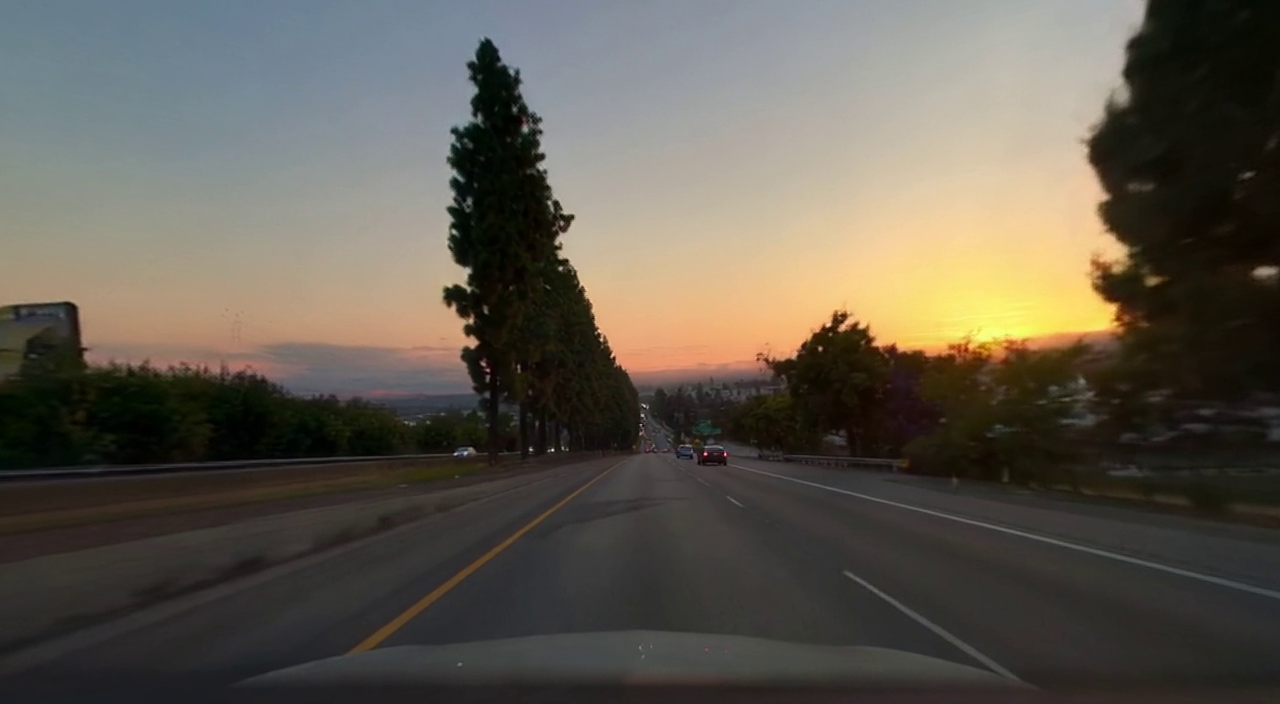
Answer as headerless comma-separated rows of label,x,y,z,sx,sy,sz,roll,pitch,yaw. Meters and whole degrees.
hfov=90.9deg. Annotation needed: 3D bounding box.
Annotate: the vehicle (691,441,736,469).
vehicle,4.223,6.004,36.836,2.062,1.518,4.026,0,-8,-1
